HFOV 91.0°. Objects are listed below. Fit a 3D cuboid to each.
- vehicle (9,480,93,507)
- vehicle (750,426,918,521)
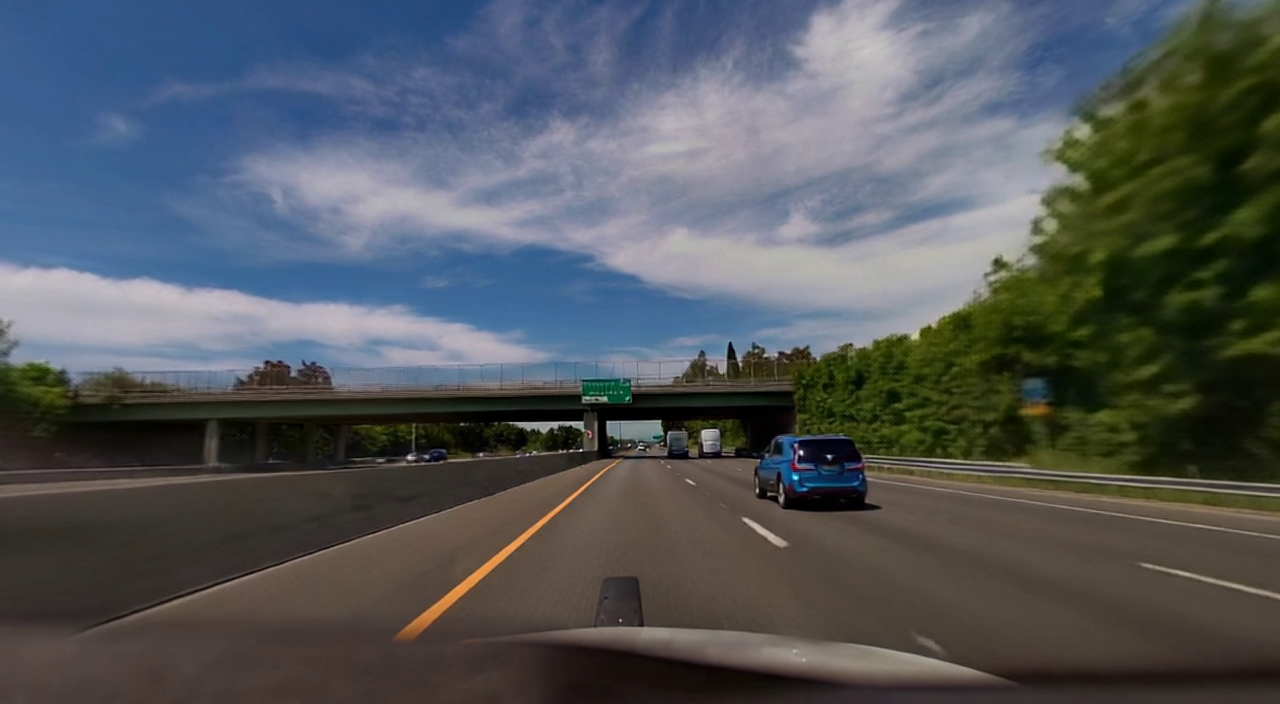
[{"bbox_3d":[-39.728,9.538,42.567,1.777,1.456,3.949,0,-9,0],"label":"vehicle"},{"bbox_3d":[3.907,2.538,13.667,2.148,1.691,4.443,0,-9,-1],"label":"vehicle"}]
